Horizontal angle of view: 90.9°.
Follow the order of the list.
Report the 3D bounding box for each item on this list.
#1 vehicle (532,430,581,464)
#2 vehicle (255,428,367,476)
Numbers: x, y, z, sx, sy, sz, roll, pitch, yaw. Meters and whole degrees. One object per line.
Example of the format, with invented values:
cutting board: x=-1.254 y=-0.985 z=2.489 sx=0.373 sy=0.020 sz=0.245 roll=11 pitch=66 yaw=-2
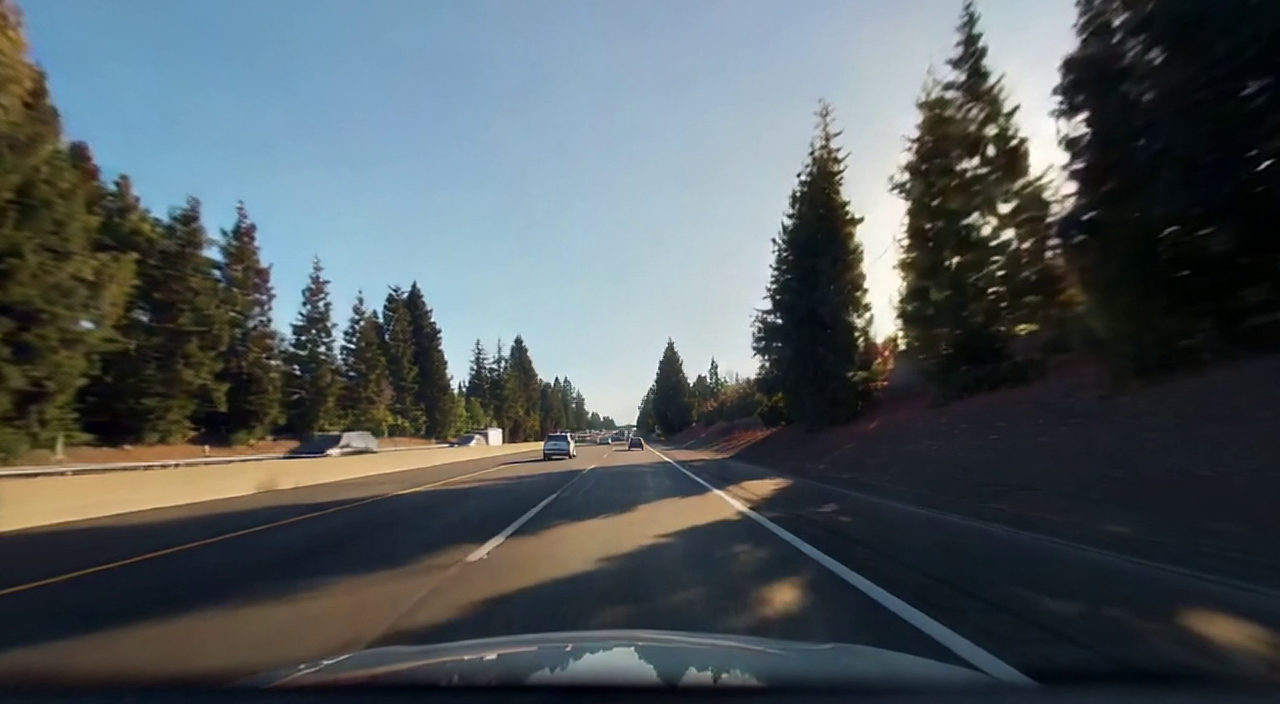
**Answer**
vehicle: x=-4.296 y=4.923 z=32.883 sx=2.003 sy=1.626 sz=4.256 roll=0 pitch=-8 yaw=0
vehicle: x=-12.257 y=3.734 z=23.858 sx=1.935 sy=1.645 sz=4.299 roll=0 pitch=-8 yaw=-1
